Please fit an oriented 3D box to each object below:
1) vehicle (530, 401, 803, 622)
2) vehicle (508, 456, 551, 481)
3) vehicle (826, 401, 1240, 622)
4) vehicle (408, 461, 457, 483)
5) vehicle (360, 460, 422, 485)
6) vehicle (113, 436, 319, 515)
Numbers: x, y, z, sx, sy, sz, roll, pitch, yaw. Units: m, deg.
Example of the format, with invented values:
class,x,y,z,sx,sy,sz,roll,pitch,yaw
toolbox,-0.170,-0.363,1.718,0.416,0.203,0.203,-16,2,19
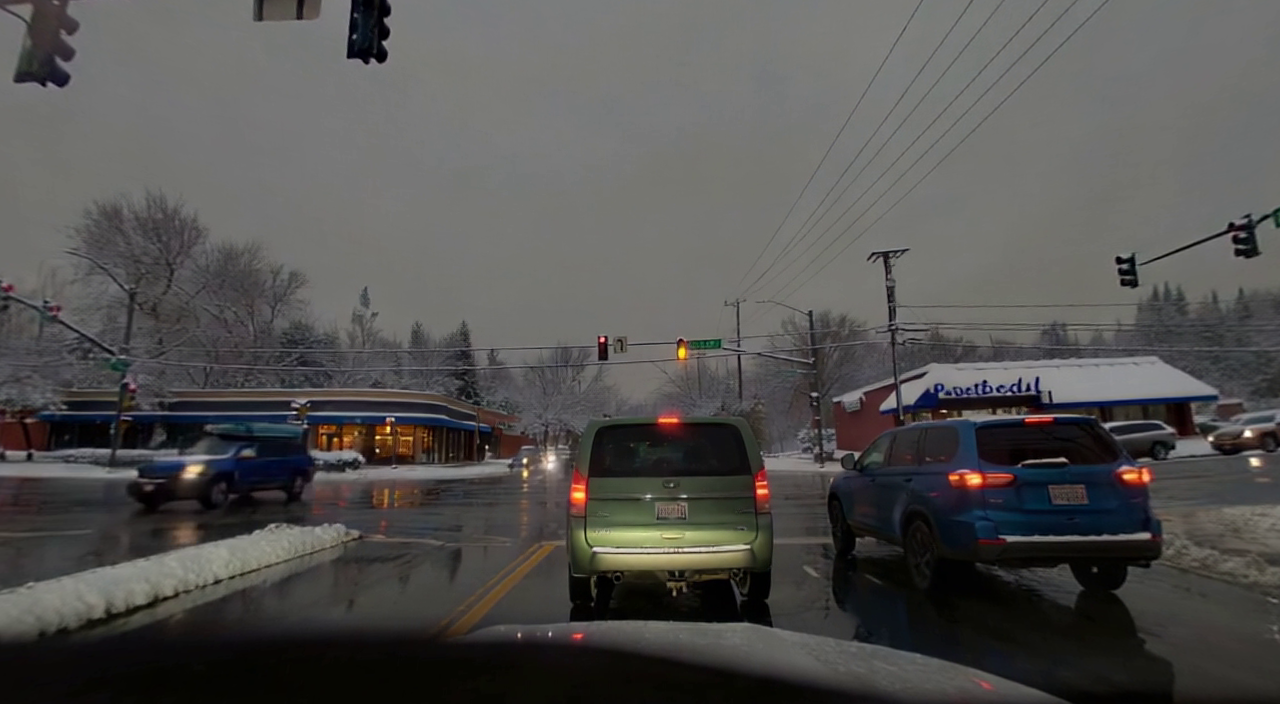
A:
class,x,y,z,sx,sy,sz,roll,pitch,yaw
vehicle,0.258,1.509,6.829,2.098,1.682,3.778,0,-8,2
vehicle,-8.398,8.839,48.202,2.023,1.713,4.451,-1,-8,6
vehicle,3.616,1.523,6.976,1.976,1.664,4.189,-1,-8,2
vehicle,-15.483,8.961,47.269,1.875,1.475,4.449,-1,-8,5
vehicle,-16.234,7.855,41.429,1.872,1.433,4.404,-1,-8,6
vehicle,-10.925,3.183,16.818,2.029,1.776,4.711,-1,-8,3
